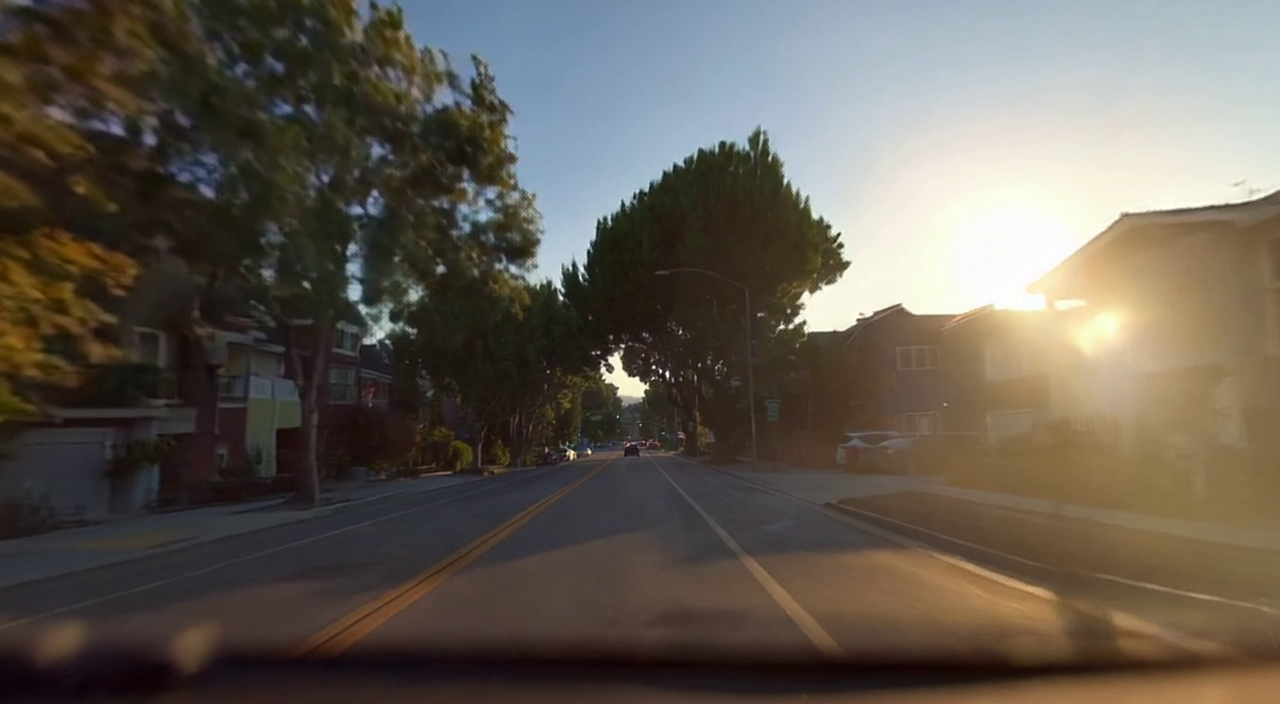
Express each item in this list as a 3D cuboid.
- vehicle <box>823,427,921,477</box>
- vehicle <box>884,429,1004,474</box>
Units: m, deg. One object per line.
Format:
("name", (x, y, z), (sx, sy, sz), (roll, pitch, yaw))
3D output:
("vehicle", (9.186, 4.032, 25.541), (2.121, 1.785, 4.693), (0, -9, -1))
("vehicle", (11.948, 3.965, 25.308), (2.181, 1.530, 4.867), (-2, -9, -3))
